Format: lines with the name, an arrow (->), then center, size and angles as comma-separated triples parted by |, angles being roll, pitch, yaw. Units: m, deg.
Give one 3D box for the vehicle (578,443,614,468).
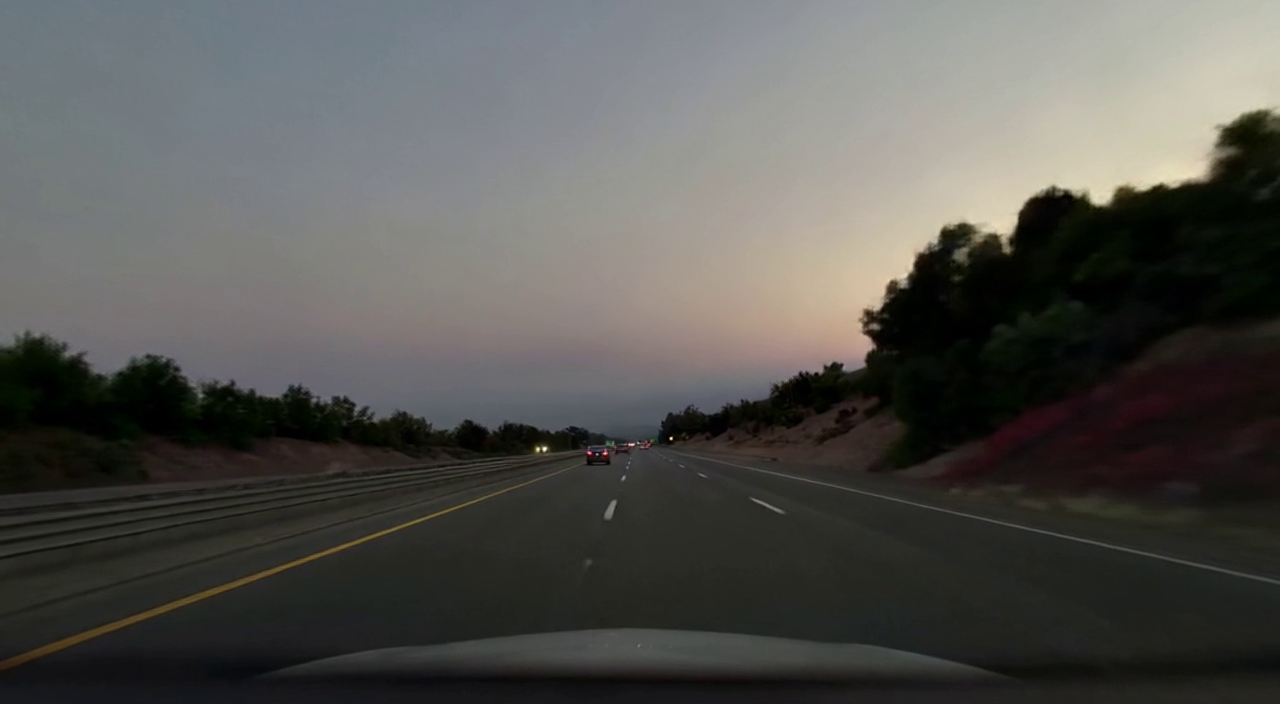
vehicle -> -2.654, 6.409, 39.285 | 1.991, 1.475, 4.302 | 0, -8, -1
